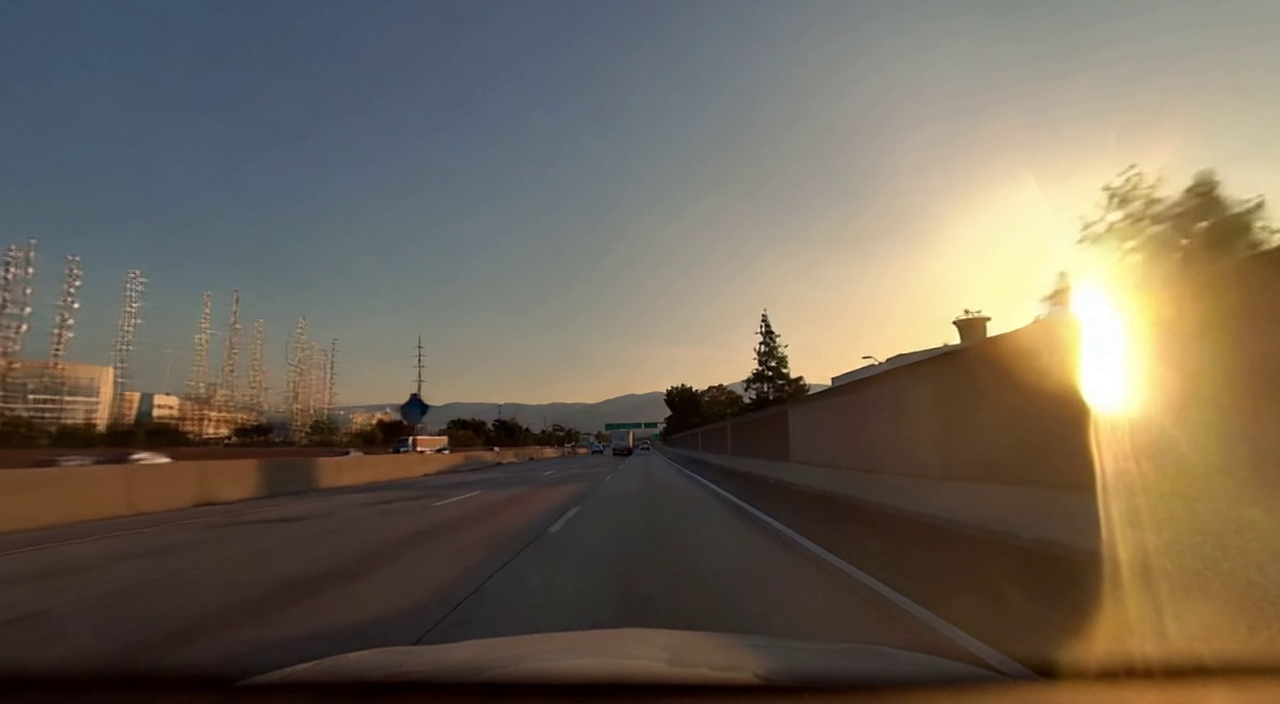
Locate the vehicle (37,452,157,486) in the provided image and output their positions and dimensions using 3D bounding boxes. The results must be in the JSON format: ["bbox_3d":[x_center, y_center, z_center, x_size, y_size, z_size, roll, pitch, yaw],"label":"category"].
[{"bbox_3d":[-28.136,6.039,32.929,1.893,1.522,4.847,0,-8,1],"label":"vehicle"}]
